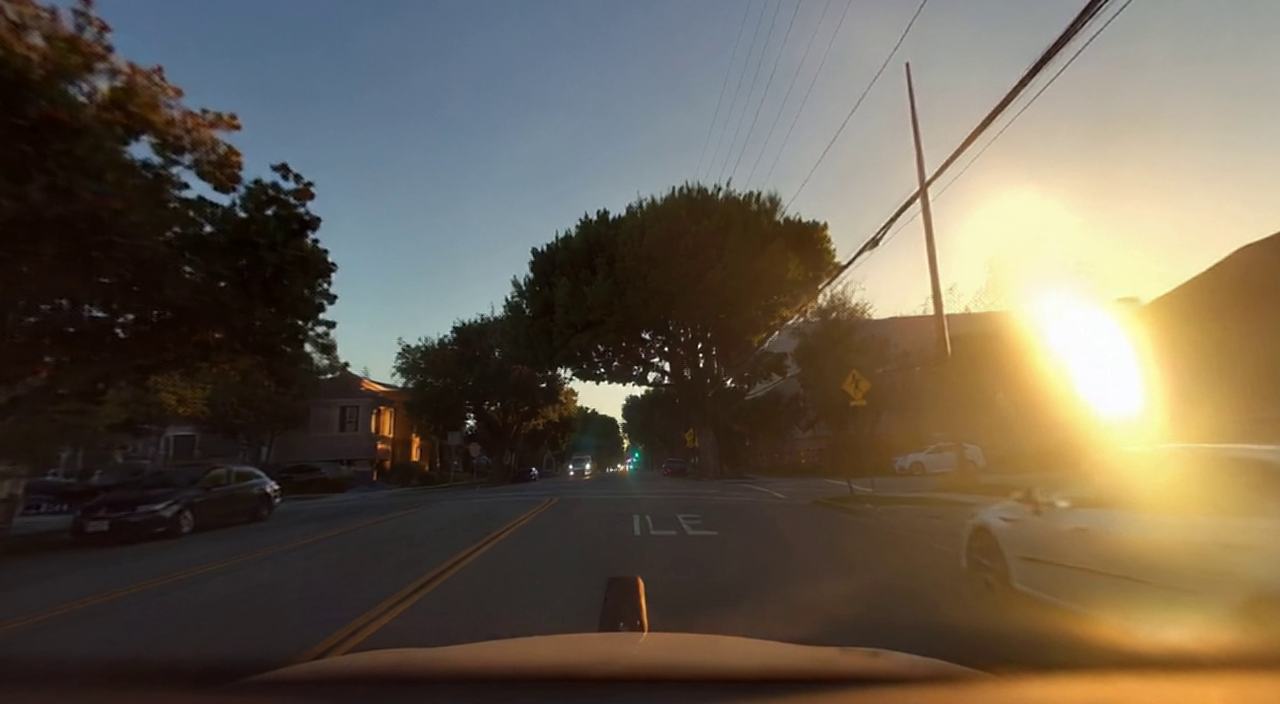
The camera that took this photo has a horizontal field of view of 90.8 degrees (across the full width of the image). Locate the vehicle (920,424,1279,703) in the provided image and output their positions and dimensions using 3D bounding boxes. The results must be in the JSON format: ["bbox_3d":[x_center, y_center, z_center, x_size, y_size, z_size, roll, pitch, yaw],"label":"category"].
[{"bbox_3d":[3.823,1.240,4.011,1.946,1.468,4.721,0,-9,0],"label":"vehicle"}]

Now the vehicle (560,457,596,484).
[{"bbox_3d":[-4.202,8.098,43.247,2.108,1.651,4.176,0,-9,-1],"label":"vehicle"}]

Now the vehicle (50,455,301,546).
[{"bbox_3d":[-9.440,3.006,13.515,2.000,1.495,4.687,0,-9,-3],"label":"vehicle"}]
